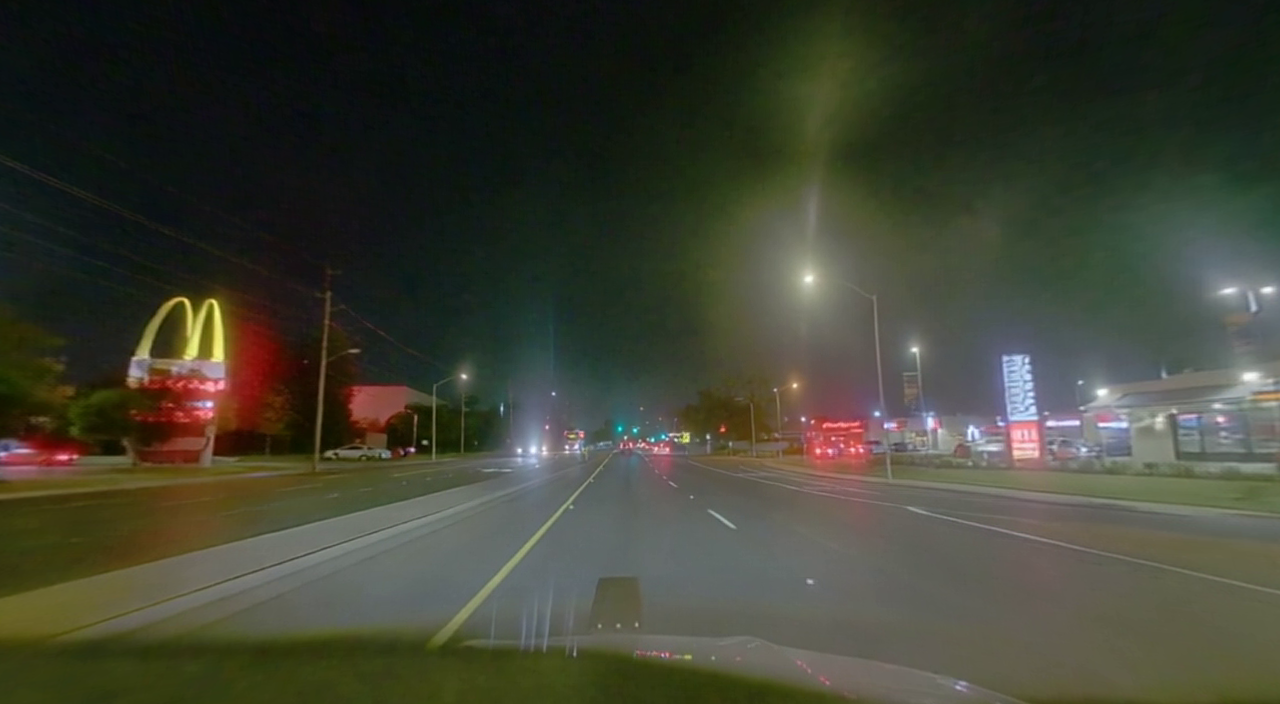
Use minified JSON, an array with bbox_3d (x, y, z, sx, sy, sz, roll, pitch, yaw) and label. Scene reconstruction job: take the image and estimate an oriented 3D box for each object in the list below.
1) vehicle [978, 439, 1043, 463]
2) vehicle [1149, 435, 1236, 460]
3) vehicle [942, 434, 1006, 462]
[{"bbox_3d":[26.915,7.234,46.135,2.066,1.655,4.485,-1,-9,1],"label":"vehicle"},{"bbox_3d":[40.623,7.037,46.654,2.228,1.745,4.652,0,-8,1],"label":"vehicle"},{"bbox_3d":[24.318,7.021,46.228,2.136,1.872,4.695,-1,-9,0],"label":"vehicle"}]
